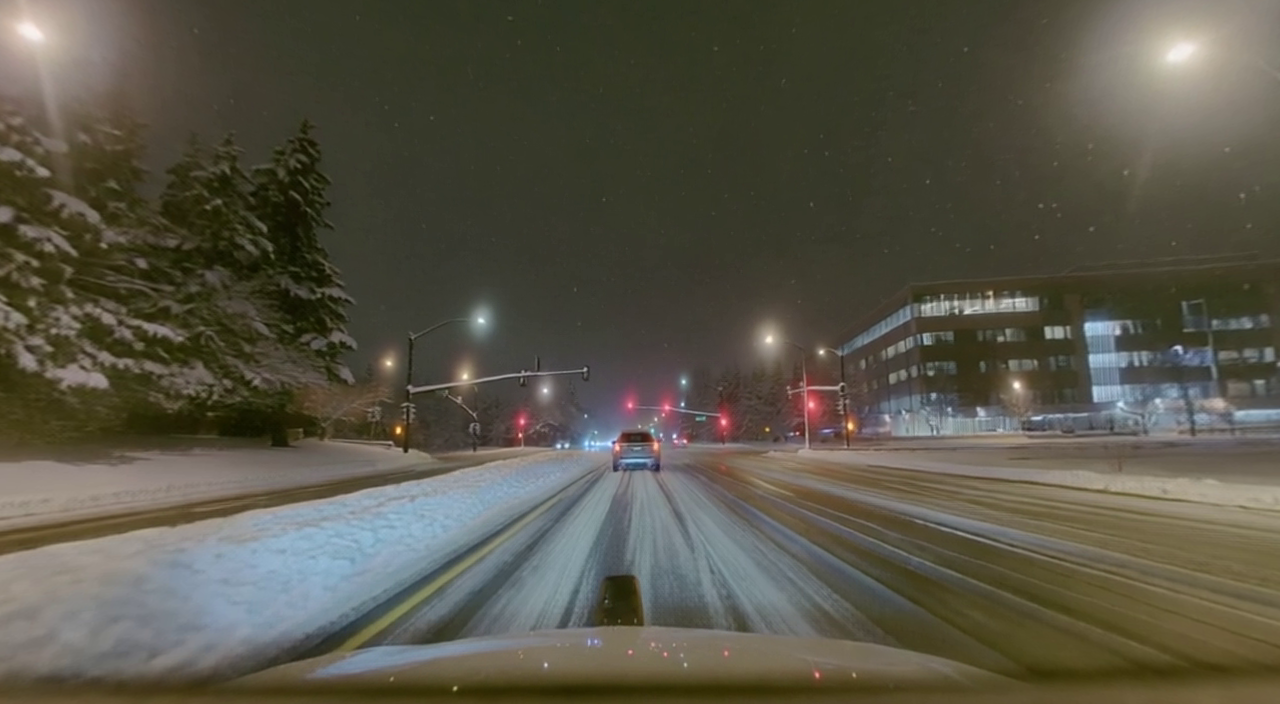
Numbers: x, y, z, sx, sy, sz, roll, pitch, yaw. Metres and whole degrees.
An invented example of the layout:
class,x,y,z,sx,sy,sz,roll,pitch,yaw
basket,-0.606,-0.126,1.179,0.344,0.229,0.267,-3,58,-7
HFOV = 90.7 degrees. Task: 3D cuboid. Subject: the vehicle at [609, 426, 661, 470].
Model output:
class,x,y,z,sx,sy,sz,roll,pitch,yaw
vehicle,-0.265,4.577,30.261,2.267,1.926,4.708,0,-9,-1
